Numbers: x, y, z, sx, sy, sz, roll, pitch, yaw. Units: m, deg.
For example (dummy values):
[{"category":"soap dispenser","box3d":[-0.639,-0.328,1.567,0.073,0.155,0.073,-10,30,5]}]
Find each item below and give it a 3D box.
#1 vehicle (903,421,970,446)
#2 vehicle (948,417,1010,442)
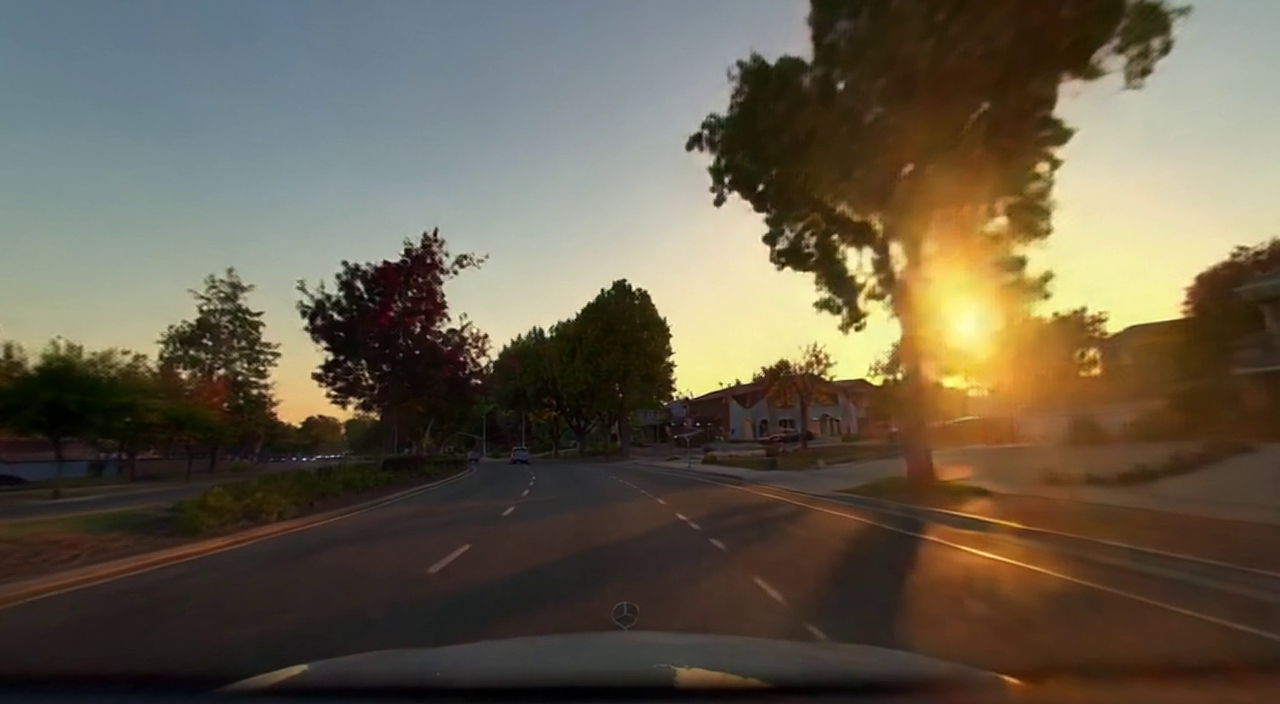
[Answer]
[{"category":"vehicle","box3d":[22.320,6.128,47.550,4.370,1.533,2.033,0,-9,-26]},{"category":"vehicle","box3d":[24.501,5.629,45.619,4.147,1.680,2.441,7,-11,-40]}]
